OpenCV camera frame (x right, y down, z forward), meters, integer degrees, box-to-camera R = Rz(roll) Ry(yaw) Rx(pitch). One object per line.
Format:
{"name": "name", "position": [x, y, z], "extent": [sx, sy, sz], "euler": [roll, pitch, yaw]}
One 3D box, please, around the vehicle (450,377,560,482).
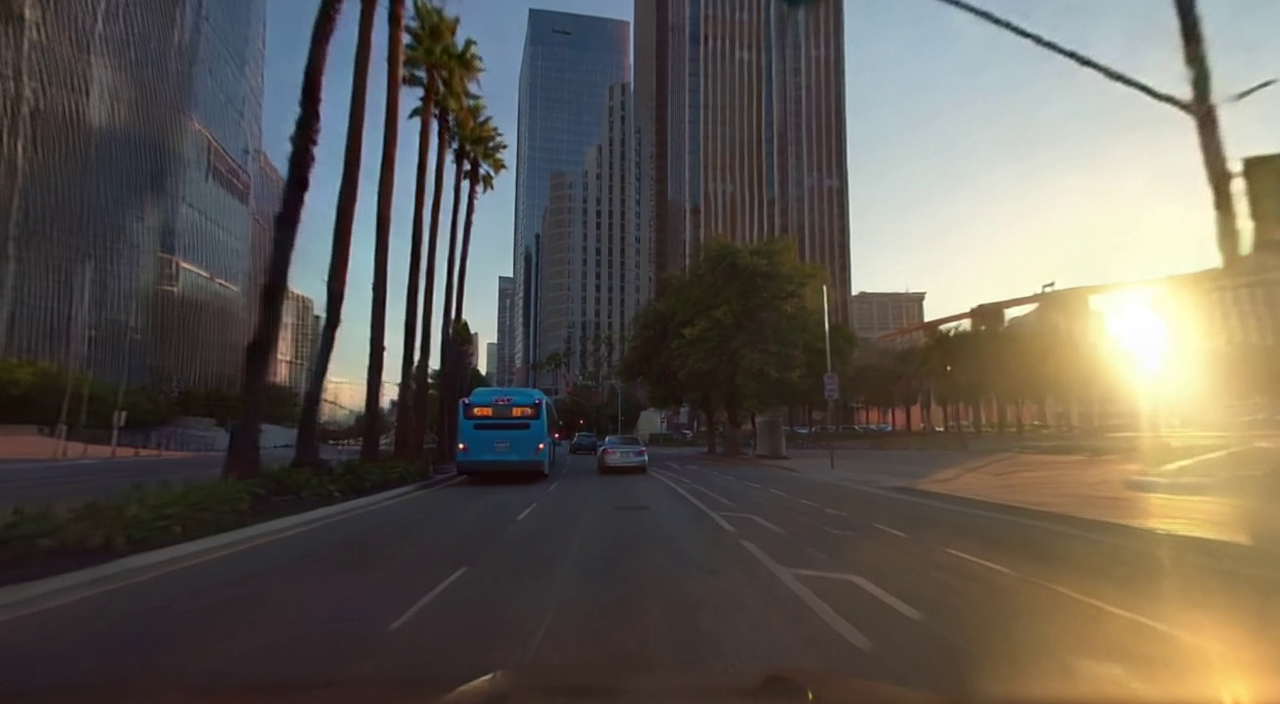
{"name": "vehicle", "position": [-4.449, 2.820, 22.652], "extent": [2.678, 3.042, 8.474], "euler": [0, -8, -4]}

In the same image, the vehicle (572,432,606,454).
{"name": "vehicle", "position": [-3.612, 6.434, 44.392], "extent": [1.993, 1.452, 3.873], "euler": [1, -8, -10]}

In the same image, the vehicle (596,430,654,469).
{"name": "vehicle", "position": [-0.711, 4.085, 26.528], "extent": [2.107, 1.481, 4.097], "euler": [1, -8, -6]}
